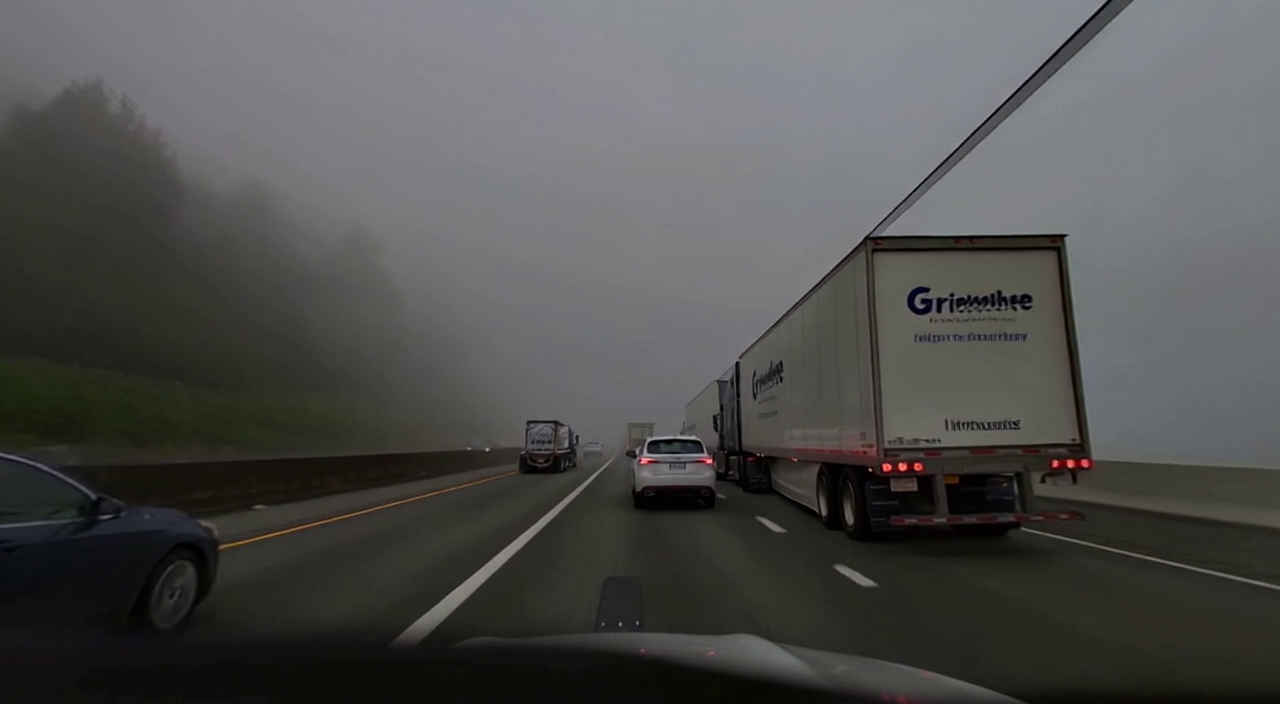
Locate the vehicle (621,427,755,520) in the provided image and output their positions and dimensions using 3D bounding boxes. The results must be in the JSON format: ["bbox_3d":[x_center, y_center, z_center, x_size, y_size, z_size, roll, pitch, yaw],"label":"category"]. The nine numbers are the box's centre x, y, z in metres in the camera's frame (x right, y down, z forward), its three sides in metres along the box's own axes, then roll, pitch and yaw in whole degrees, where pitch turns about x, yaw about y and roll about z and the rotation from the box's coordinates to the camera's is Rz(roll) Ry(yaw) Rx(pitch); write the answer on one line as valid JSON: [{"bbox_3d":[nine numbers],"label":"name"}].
[{"bbox_3d":[0.762,2.289,12.528,2.200,1.495,4.282,0,-8,-1],"label":"vehicle"}]

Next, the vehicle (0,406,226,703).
[{"bbox_3d":[-4.284,0.928,2.504,2.100,1.491,4.676,0,-8,0],"label":"vehicle"}]

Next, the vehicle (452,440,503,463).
[{"bbox_3d":[-10.793,6.617,42.216,2.037,1.397,4.817,0,-8,1],"label":"vehicle"}]

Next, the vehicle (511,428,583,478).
[{"bbox_3d":[-3.434,3.817,24.186,2.006,1.729,4.447,0,-8,1],"label":"vehicle"}]

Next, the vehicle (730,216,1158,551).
[{"bbox_3d":[4.617,1.275,14.784,2.883,4.070,14.423,0,-8,0],"label":"vehicle"}]
